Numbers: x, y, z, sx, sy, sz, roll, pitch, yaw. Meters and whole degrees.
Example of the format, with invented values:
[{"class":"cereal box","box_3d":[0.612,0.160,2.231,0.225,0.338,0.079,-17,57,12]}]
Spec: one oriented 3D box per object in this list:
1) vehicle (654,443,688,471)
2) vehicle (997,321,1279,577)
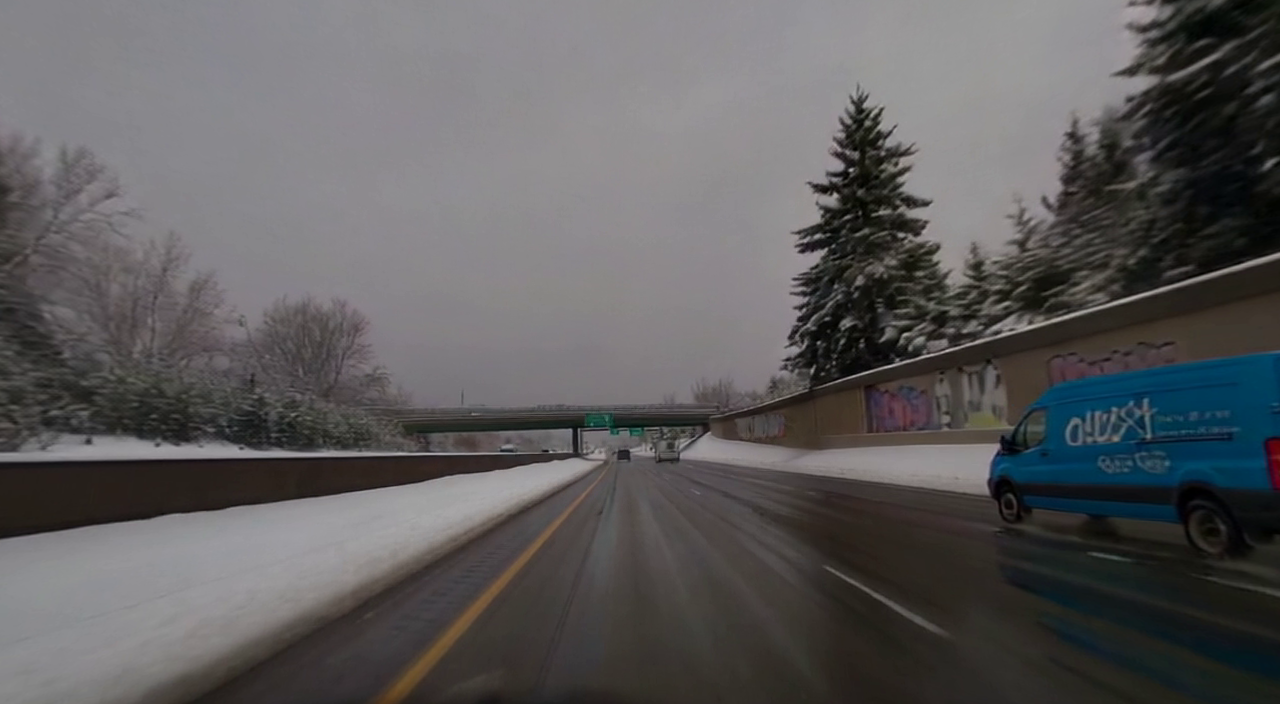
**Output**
[{"class":"vehicle","box_3d":[2.205,7.666,46.109,2.007,1.943,5.010,0,-9,-2]},{"class":"vehicle","box_3d":[7.765,1.312,8.559,2.283,2.631,5.719,0,-9,-1]}]
